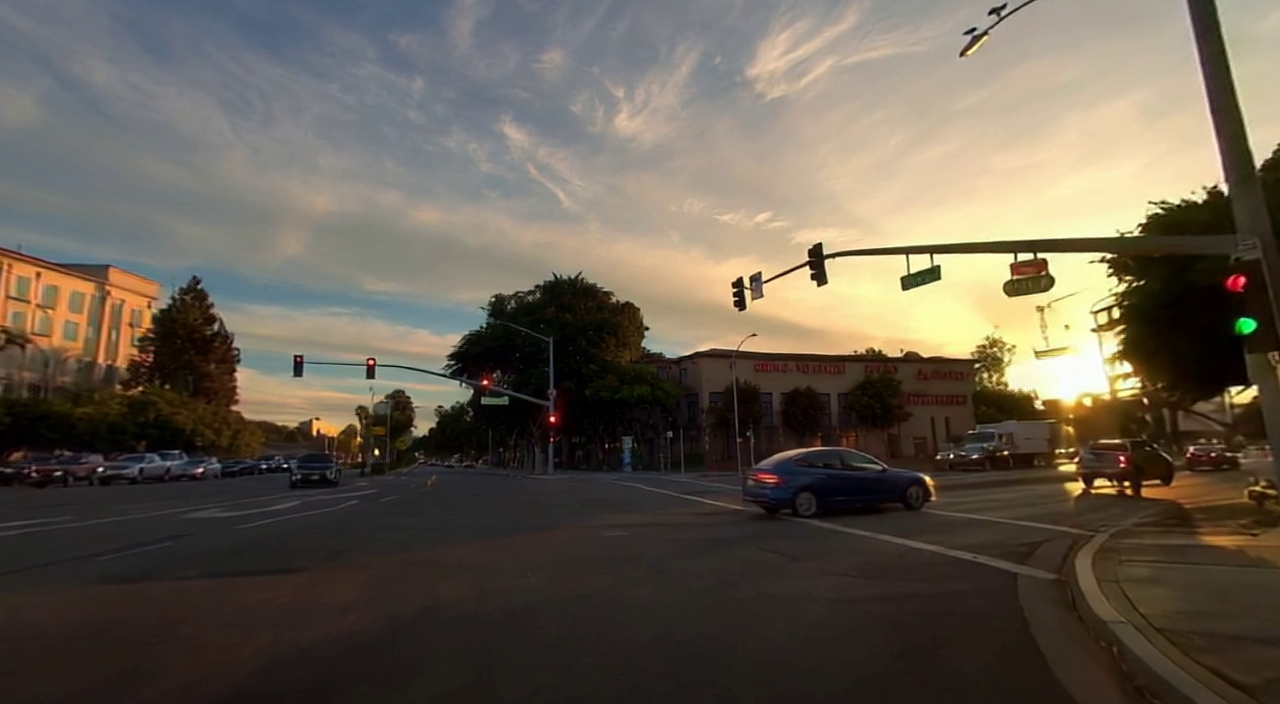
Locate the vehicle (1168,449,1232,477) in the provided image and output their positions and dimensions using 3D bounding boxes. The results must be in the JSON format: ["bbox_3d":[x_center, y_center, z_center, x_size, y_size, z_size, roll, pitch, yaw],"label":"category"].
[{"bbox_3d":[32.217,6.329,36.289,4.728,1.471,1.957,7,-11,-40],"label":"vehicle"}]

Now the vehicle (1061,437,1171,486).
[{"bbox_3d":[21.357,4.825,28.239,5.896,1.937,2.358,7,-11,-38],"label":"vehicle"}]

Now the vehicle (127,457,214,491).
[{"bbox_3d":[-25.068,6.504,33.974,2.020,1.615,4.656,2,-9,-14],"label":"vehicle"}]

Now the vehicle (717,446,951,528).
[{"bbox_3d":[4.217,2.793,13.654,4.702,1.468,1.999,4,-10,-27],"label":"vehicle"}]

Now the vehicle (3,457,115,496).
[{"bbox_3d":[-28.317,6.044,31.017,2.081,1.670,4.376,2,-9,-14],"label":"vehicle"}]
